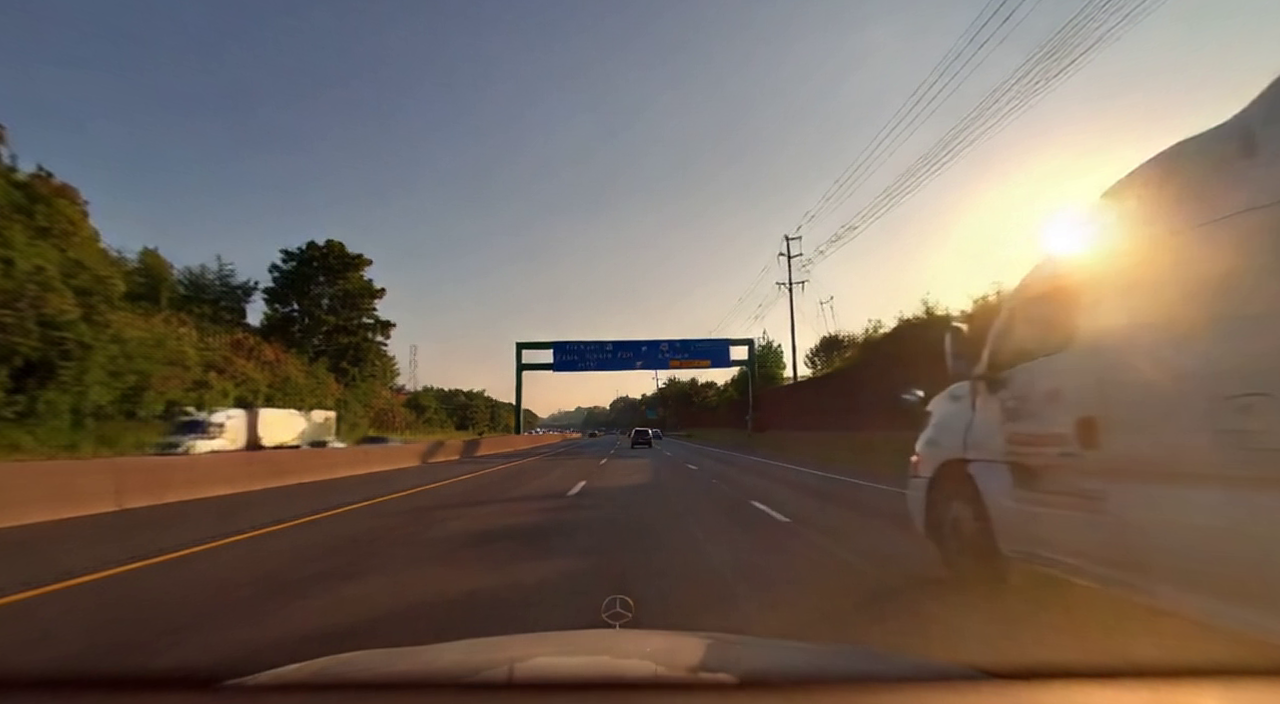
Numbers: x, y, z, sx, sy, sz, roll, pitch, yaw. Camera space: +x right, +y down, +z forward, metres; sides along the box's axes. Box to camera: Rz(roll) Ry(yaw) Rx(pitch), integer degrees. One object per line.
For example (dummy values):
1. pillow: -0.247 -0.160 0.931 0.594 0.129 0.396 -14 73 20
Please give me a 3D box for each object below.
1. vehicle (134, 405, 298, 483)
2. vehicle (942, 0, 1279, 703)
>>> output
1. vehicle: -19.963 4.358 30.452 2.595 3.164 7.830 2 -7 -2
2. vehicle: 3.804 -0.380 1.514 3.031 3.881 5.944 0 -8 -1
